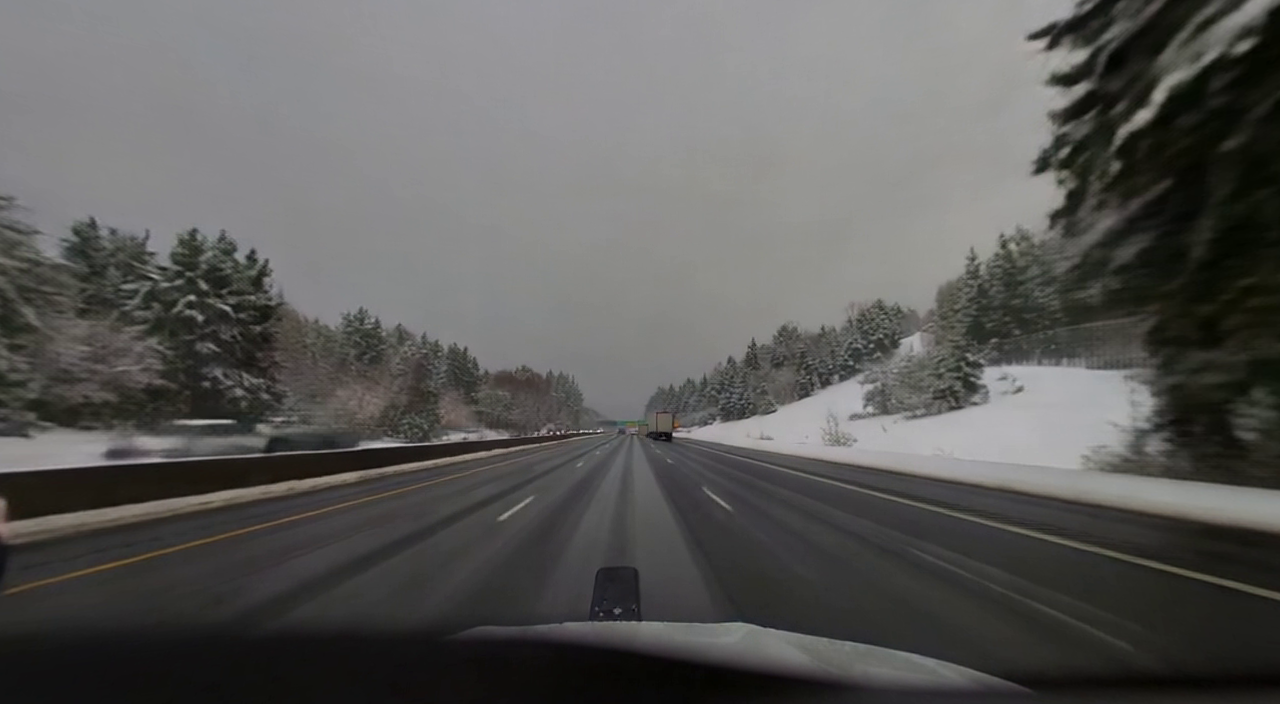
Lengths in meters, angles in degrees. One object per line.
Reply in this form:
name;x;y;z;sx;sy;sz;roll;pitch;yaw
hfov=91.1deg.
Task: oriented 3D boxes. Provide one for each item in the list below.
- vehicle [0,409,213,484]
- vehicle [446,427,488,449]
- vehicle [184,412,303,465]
vehicle;-14.265;2.505;17.022;2.091;1.734;4.809;0;-8;-2
vehicle;-13.222;6.607;48.255;1.968;1.561;4.517;0;-8;0
vehicle;-21.781;4.809;35.021;2.214;2.624;6.869;0;-8;-1
